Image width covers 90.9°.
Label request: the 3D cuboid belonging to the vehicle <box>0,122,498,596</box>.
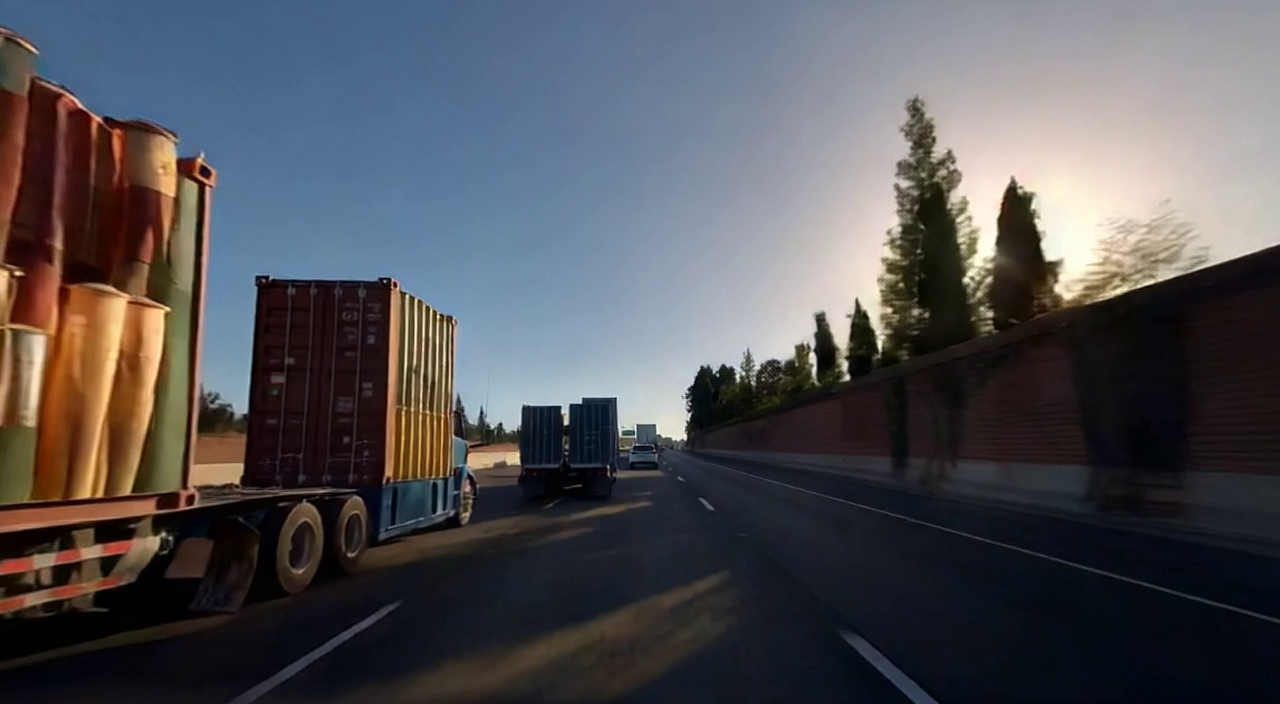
[{"bbox_3d":[-4.096,0.383,8.159,2.998,3.992,5.800,0,-8,1],"label":"vehicle"}]

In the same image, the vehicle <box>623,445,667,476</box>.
[{"bbox_3d":[0.212,5.435,31.947,2.041,1.462,4.548,0,-8,-1],"label":"vehicle"}]

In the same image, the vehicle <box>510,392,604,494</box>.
[{"bbox_3d":[-2.831,3.361,23.395,2.798,3.071,8.412,1,-8,-4],"label":"vehicle"}]
